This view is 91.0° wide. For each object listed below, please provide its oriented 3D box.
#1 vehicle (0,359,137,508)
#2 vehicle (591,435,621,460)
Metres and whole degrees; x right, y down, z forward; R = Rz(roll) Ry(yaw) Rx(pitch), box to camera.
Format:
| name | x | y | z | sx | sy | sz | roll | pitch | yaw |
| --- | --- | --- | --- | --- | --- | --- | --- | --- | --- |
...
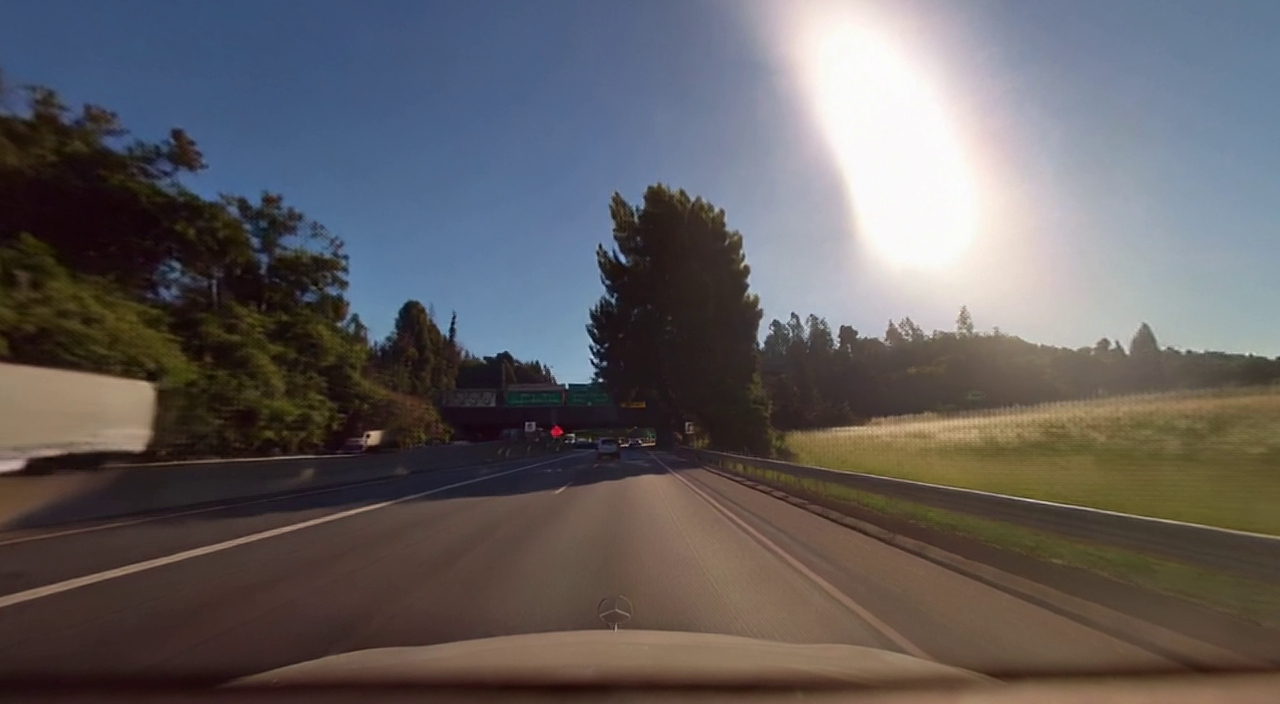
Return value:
| name | x | y | z | sx | sy | sz | roll | pitch | yaw |
| --- | --- | --- | --- | --- | --- | --- | --- | --- | --- |
| vehicle | -17.698 | 2.073 | 15.889 | 2.869 | 3.747 | 8.541 | 0 | -8 | 0 |
| vehicle | -2.526 | 7.281 | 48.043 | 2.188 | 1.825 | 4.282 | 0 | -8 | -1 |
